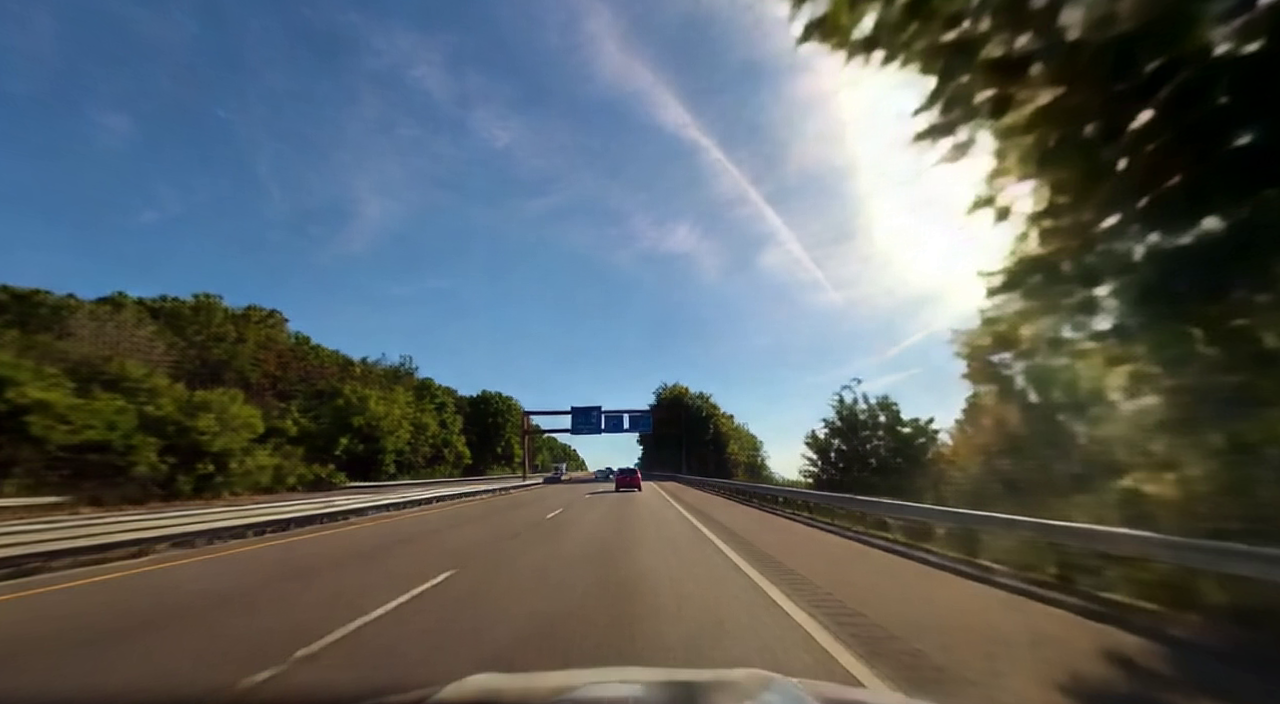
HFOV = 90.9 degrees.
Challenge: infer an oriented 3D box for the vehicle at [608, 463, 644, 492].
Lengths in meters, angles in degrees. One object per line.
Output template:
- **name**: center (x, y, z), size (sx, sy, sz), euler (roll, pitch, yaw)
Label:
- **vehicle**: center (-0.852, 7.924, 40.010), size (2.107, 1.668, 4.554), euler (1, -11, 0)
